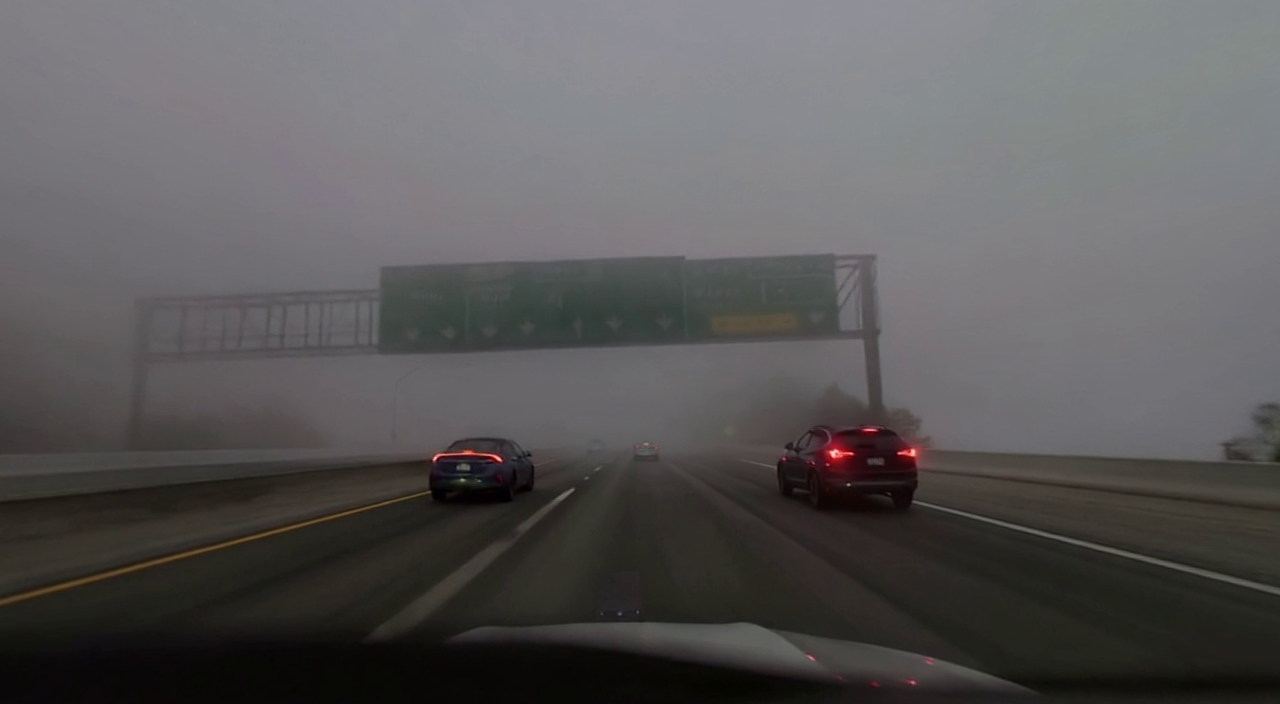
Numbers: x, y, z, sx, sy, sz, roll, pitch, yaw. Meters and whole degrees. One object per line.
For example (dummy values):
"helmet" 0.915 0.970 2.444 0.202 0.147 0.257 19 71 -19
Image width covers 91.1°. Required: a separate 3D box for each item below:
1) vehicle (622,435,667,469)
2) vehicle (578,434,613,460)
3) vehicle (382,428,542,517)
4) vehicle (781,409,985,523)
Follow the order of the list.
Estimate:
"vehicle" 0.232 4.840 30.690 2.049 1.542 3.816 -1 -8 0
"vehicle" -3.041 6.595 43.543 2.044 1.682 4.201 -1 -8 1
"vehicle" -3.515 2.458 13.437 2.066 1.561 4.495 -1 -8 1
"vehicle" 4.211 2.048 11.817 2.025 1.707 4.279 0 -8 -1
